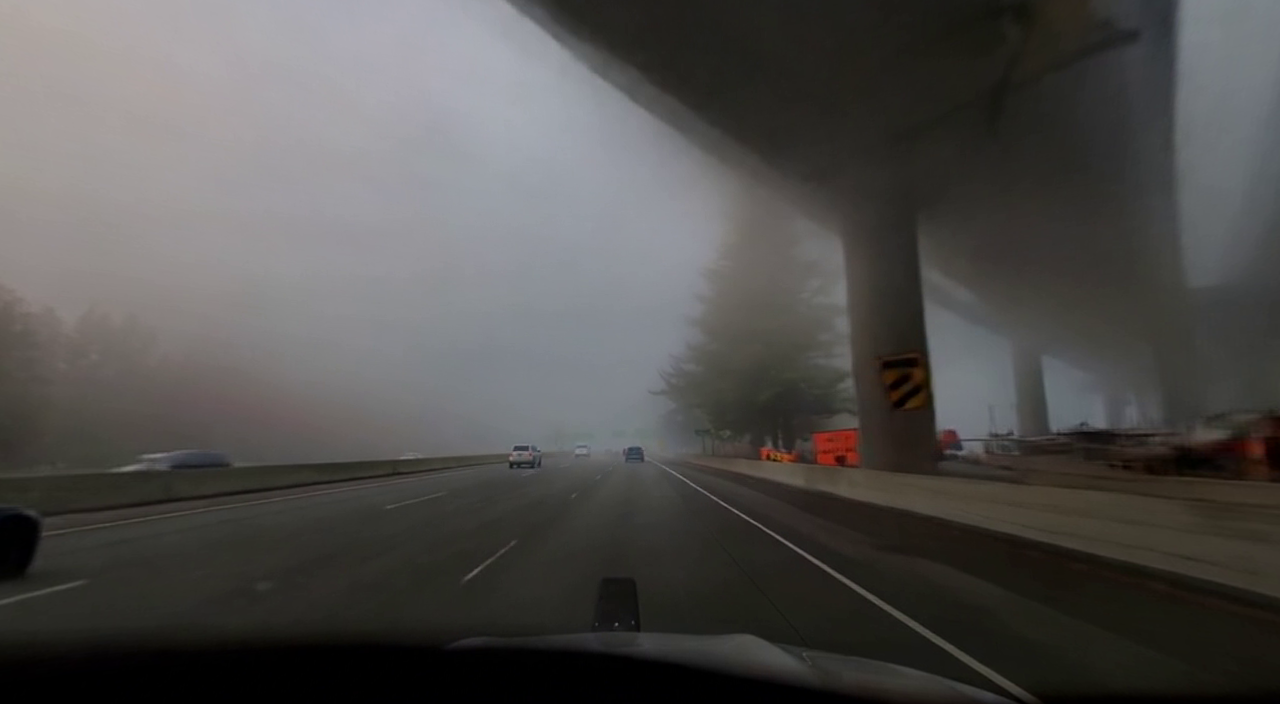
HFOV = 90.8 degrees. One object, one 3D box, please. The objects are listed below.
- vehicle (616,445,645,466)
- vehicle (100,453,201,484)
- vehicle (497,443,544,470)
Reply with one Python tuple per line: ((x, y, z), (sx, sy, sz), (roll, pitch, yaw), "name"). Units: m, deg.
((-0.719, 7.595, 46.411), (2.051, 1.459, 4.092), (0, -9, -1), "vehicle")
((-25.408, 6.051, 33.027), (1.772, 1.459, 4.504), (0, -9, -2), "vehicle")
((-7.439, 6.565, 39.885), (2.128, 1.604, 4.279), (0, -9, 0), "vehicle")
